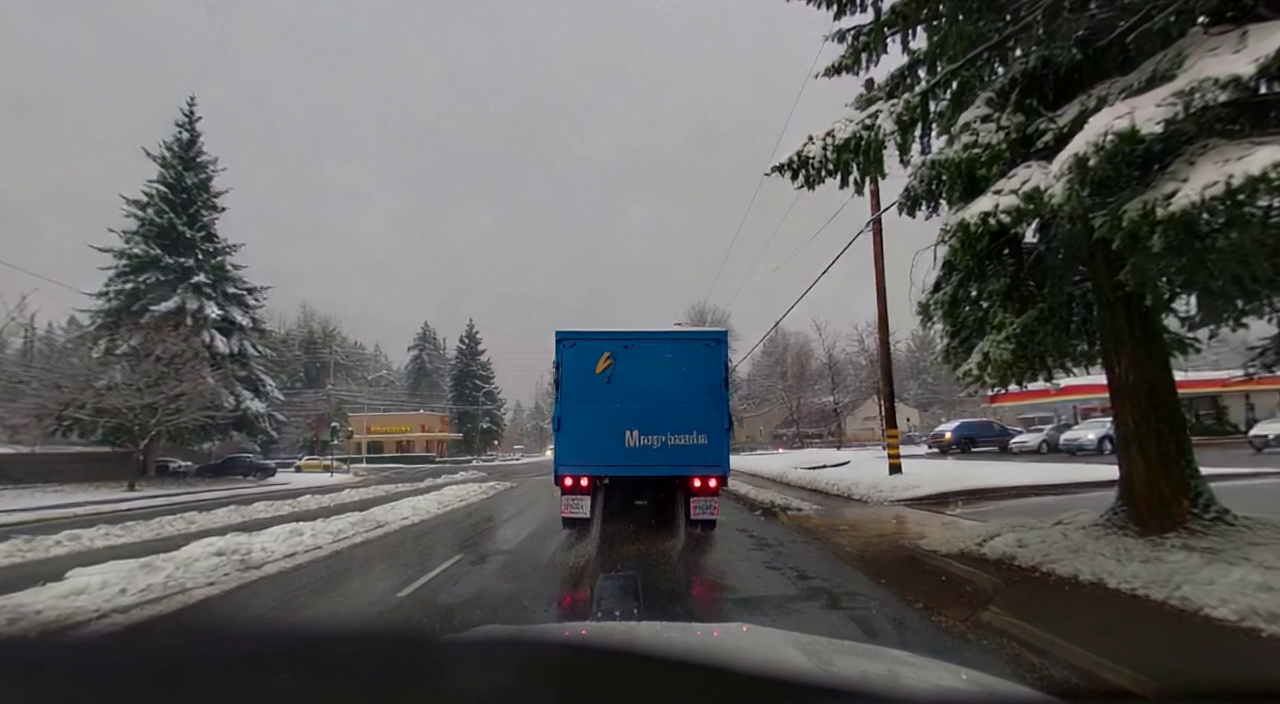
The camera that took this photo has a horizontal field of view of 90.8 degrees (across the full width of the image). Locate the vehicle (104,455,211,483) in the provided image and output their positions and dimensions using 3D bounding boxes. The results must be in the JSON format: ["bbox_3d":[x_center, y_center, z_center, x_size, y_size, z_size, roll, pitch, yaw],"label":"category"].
[{"bbox_3d":[-27.588,6.670,36.326,4.493,1.453,1.912,4,-9,-27],"label":"vehicle"}]

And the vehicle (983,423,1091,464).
[{"bbox_3d":[15.260,3.516,24.255,4.105,1.433,1.931,6,-10,-34],"label":"vehicle"}]

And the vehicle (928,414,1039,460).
[{"bbox_3d":[16.023,3.992,29.385,5.078,1.937,2.326,6,-10,-34],"label":"vehicle"}]

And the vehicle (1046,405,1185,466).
[{"bbox_3d":[15.785,2.736,20.915,4.472,1.730,1.939,2,-10,-31],"label":"vehicle"}]

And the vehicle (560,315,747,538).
[{"bbox_3d":[0.147,1.350,11.441,2.463,2.954,5.938,1,-7,-1],"label":"vehicle"}]

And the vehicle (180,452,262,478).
[{"bbox_3d":[-27.898,7.534,42.222,4.303,1.567,2.021,4,-9,-27],"label":"vehicle"}]
